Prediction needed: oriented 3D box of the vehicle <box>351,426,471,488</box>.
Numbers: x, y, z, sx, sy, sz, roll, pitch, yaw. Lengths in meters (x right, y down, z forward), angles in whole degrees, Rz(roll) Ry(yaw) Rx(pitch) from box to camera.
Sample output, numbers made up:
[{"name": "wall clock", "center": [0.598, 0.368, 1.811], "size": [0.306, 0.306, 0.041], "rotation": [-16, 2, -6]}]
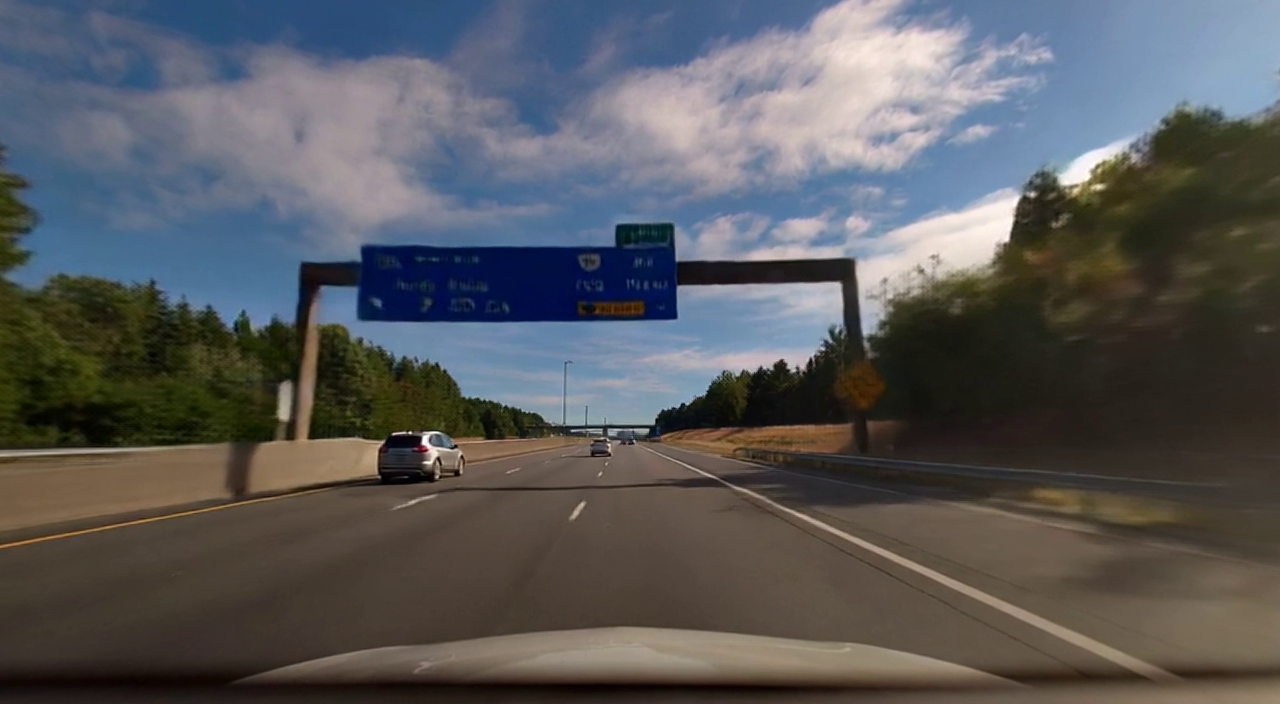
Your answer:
[{"name": "vehicle", "center": [-6.877, 3.177, 19.489], "size": [2.111, 1.689, 4.505], "rotation": [0, -8, -1]}]

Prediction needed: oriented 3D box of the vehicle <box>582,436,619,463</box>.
[{"name": "vehicle", "center": [-2.274, 5.723, 37.154], "size": [2.010, 1.534, 4.013], "rotation": [0, -8, -1]}]
